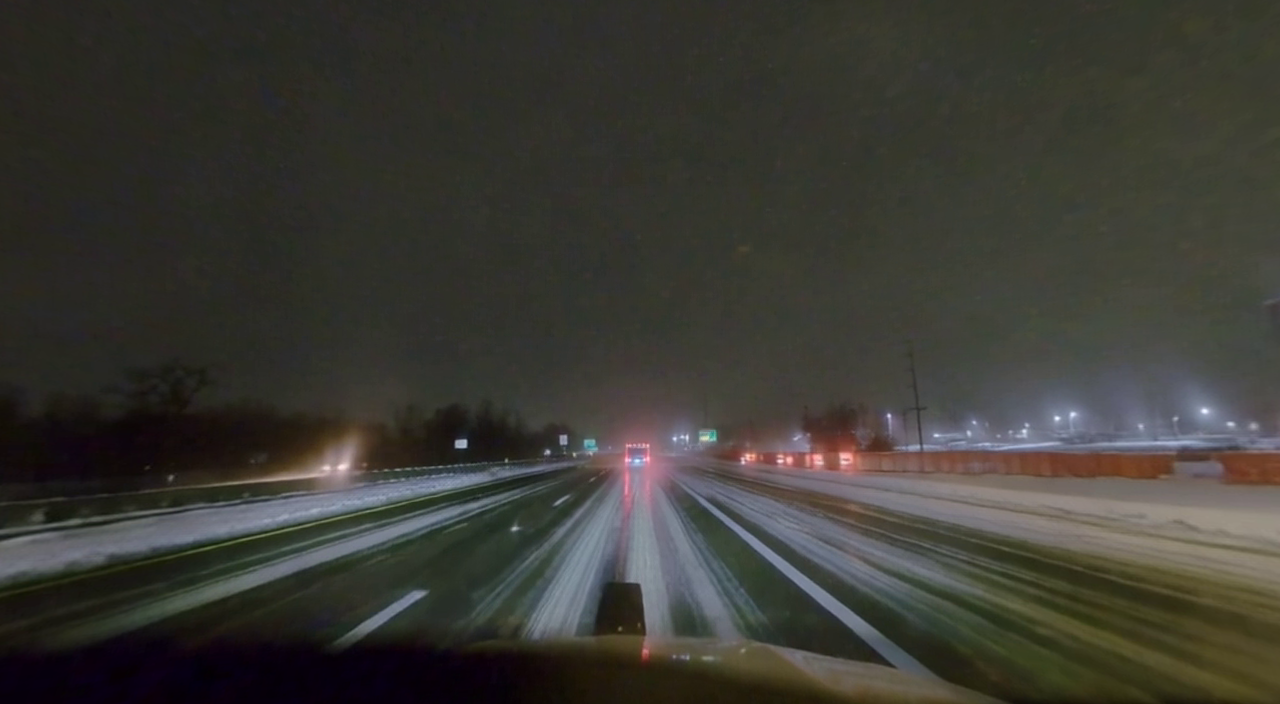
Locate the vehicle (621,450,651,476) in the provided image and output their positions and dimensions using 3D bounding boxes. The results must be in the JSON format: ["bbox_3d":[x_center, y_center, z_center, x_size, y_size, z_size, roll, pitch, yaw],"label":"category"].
[{"bbox_3d":[-0.226,6.622,37.801,1.695,1.437,3.506,0,-9,1],"label":"vehicle"}]
